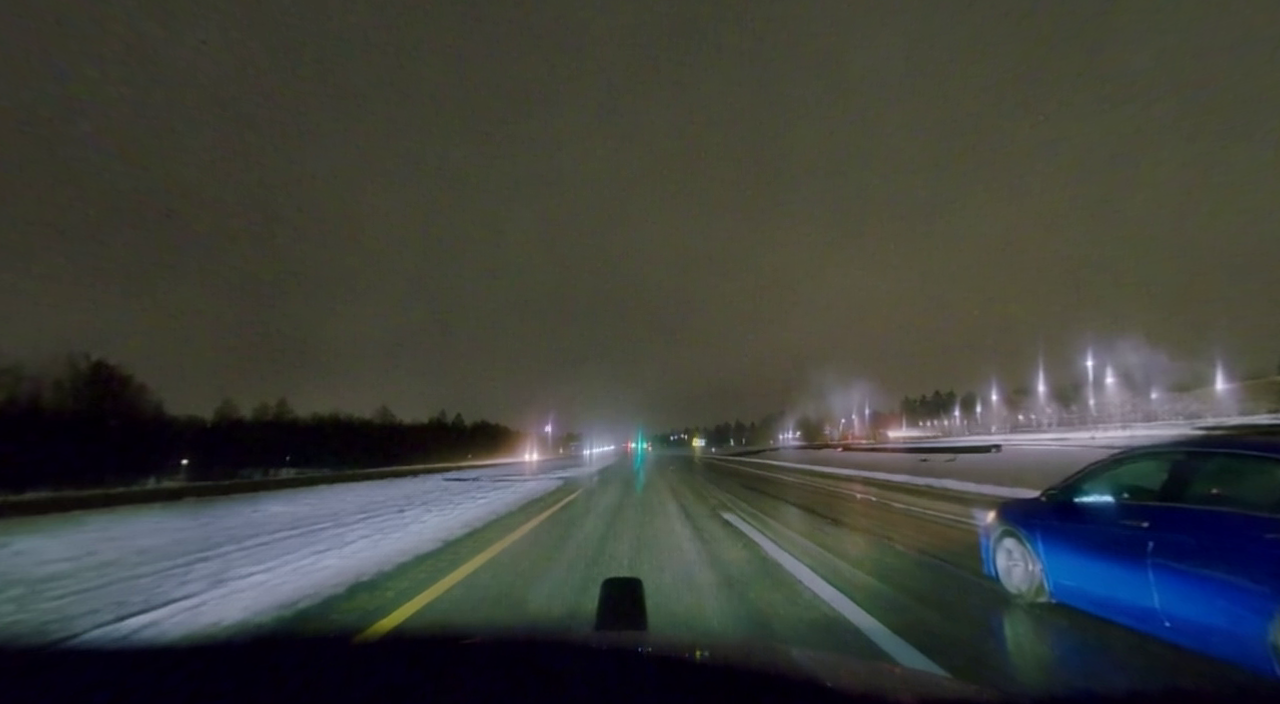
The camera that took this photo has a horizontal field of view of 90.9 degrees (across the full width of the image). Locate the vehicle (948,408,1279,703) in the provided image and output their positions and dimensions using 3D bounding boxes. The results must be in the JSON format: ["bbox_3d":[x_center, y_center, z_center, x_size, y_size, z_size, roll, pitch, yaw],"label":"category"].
[{"bbox_3d":[4.172,1.149,3.949,2.053,1.490,4.799,0,-8,0],"label":"vehicle"}]
